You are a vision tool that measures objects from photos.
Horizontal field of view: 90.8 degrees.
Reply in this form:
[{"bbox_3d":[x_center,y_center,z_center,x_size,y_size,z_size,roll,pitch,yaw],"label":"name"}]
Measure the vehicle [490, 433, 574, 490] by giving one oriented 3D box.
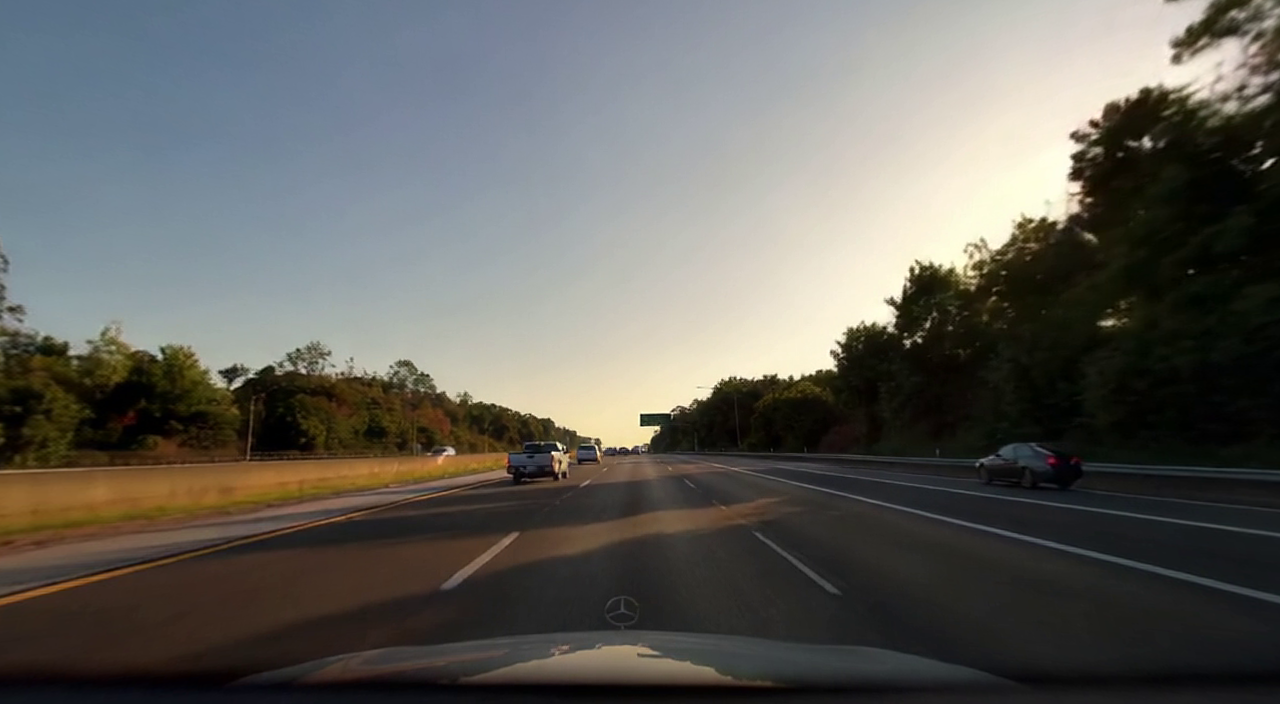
[{"bbox_3d":[-3.609,3.771,22.019,2.114,1.774,4.427,0,-9,0],"label":"vehicle"}]
